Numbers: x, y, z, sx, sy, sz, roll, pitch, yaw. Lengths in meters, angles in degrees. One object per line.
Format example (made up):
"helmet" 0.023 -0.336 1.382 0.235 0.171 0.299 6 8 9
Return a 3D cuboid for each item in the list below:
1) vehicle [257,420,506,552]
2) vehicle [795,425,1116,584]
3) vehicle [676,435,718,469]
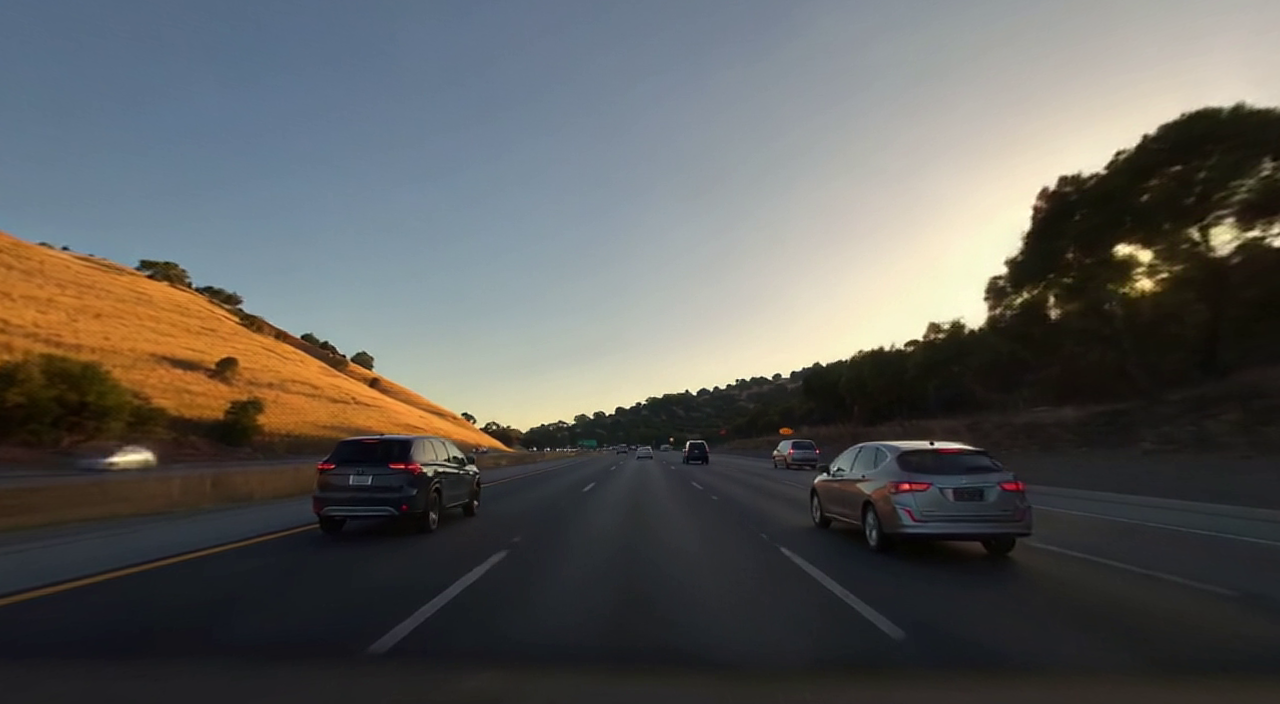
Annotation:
"vehicle" -3.801 2.046 10.360 2.166 1.672 4.388 0 -8 1
"vehicle" 3.524 1.765 8.172 1.941 1.481 4.300 0 -8 0
"vehicle" 3.472 6.233 39.498 2.121 1.925 5.056 0 -8 0
